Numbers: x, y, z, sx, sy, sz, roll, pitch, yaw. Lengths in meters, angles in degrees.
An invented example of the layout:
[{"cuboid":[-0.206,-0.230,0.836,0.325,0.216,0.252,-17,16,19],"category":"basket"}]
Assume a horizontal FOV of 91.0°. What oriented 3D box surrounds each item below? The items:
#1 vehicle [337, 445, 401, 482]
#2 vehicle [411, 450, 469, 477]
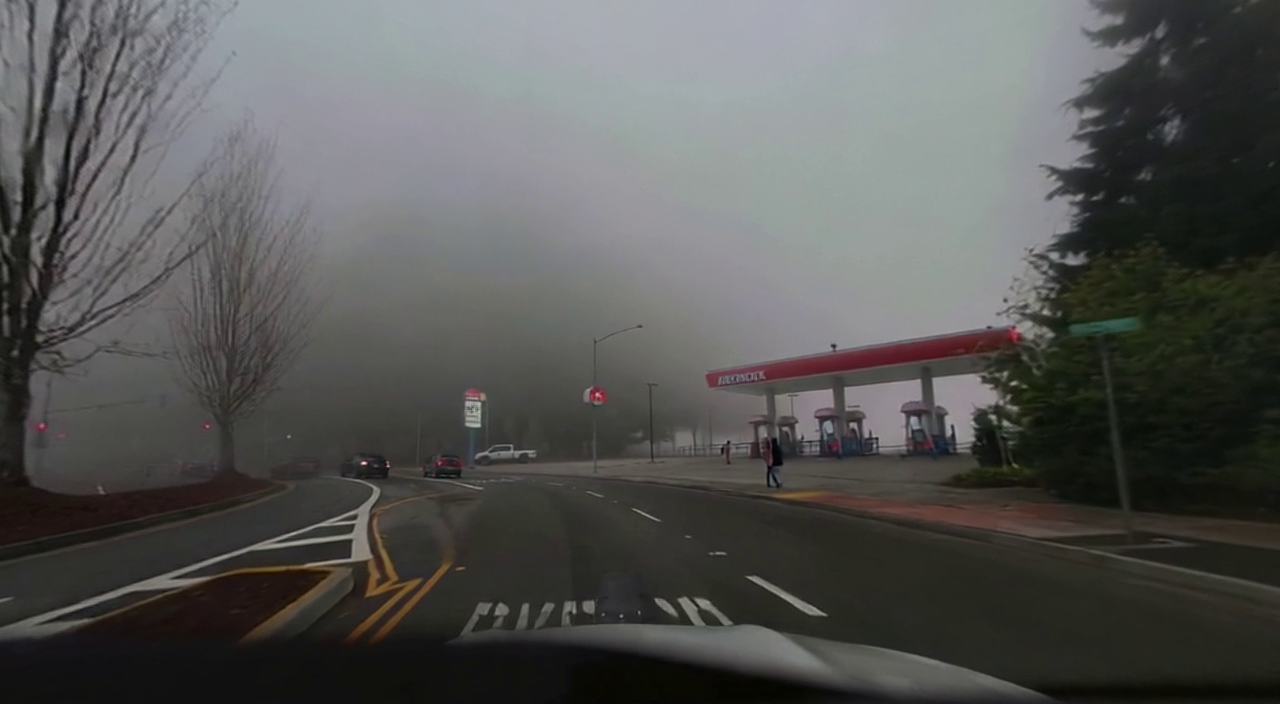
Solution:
[{"cuboid":[-16.125,6.534,37.344,2.254,2.006,4.766,7,-11,-37],"category":"vehicle"},{"cuboid":[-14.709,8.098,46.140,2.202,1.822,4.826,7,-11,-40],"category":"vehicle"}]
